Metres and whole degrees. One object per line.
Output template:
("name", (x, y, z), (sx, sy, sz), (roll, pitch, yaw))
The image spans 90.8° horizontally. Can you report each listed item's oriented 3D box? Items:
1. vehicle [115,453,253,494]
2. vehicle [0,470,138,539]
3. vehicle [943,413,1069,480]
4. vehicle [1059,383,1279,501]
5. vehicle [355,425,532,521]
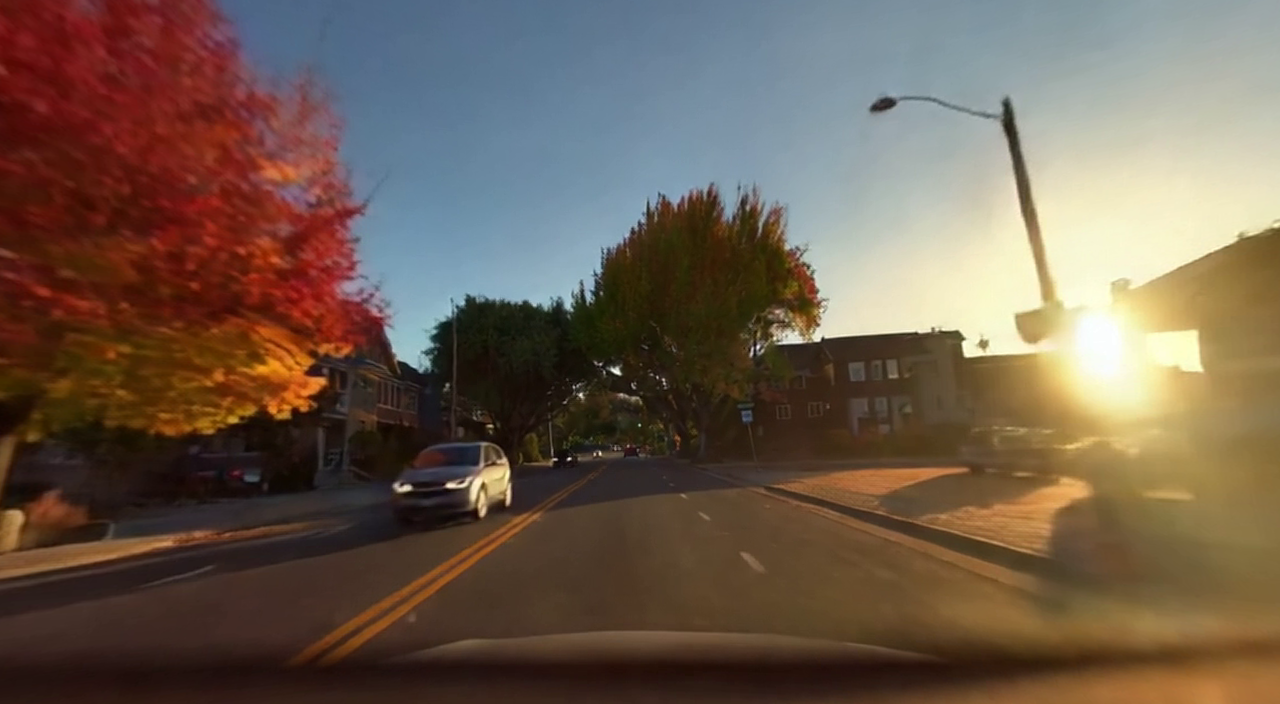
("vehicle", (-22.137, 5.887, 30.799), (5.117, 1.766, 2.239), (-2, -7, 3))
("vehicle", (-15.029, 3.594, 15.087), (4.649, 1.423, 1.850), (-1, -9, 6))
("vehicle", (11.954, 3.178, 21.096), (2.028, 1.935, 5.021), (-2, -9, 11))
("vehicle", (9.529, 1.669, 11.590), (2.051, 1.687, 4.858), (-4, -10, 22))
("vehicle", (-3.957, 2.568, 13.845), (2.356, 1.702, 4.700), (-1, -9, 0))
